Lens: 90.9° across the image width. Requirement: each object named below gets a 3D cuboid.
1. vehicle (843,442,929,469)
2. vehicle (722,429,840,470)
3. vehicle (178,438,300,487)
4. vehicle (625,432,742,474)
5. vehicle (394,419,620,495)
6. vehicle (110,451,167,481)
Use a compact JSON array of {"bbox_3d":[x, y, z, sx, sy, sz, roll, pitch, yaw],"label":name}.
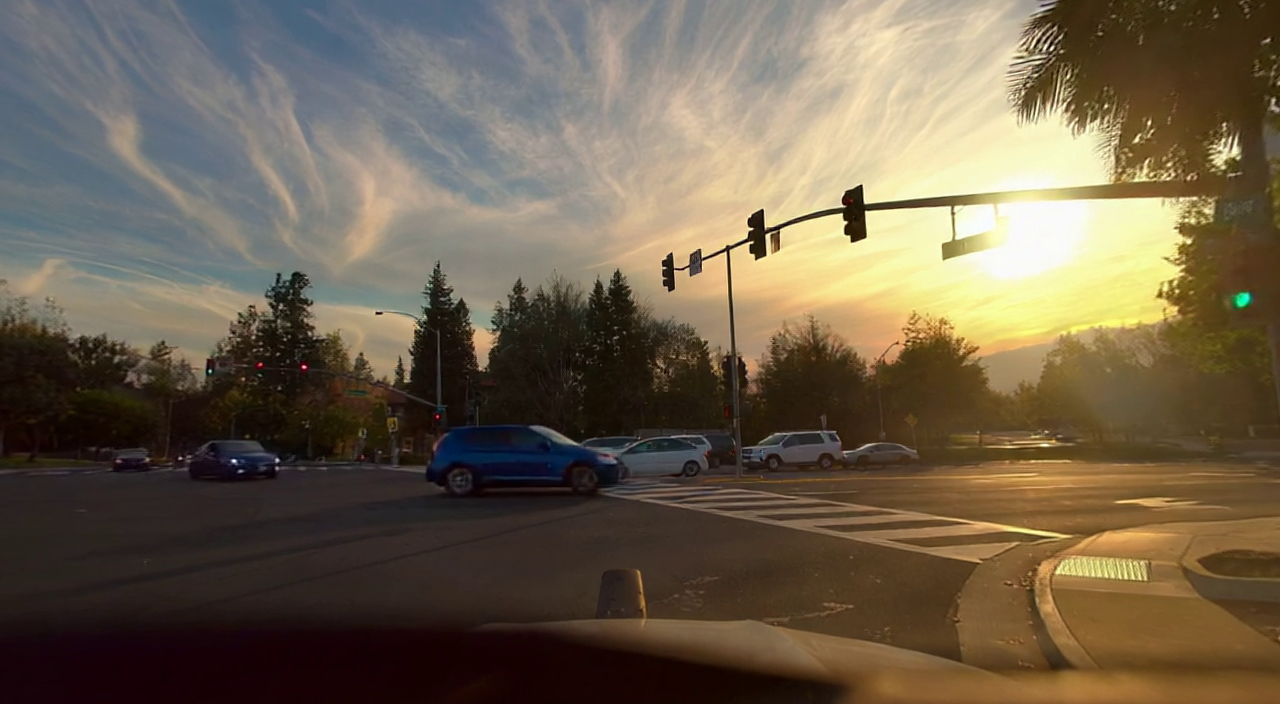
[{"bbox_3d":[13.832,5.792,35.421,4.457,1.429,1.862,4,-9,-26],"label":"vehicle"},{"bbox_3d":[7.303,5.056,32.538,5.791,1.964,2.199,5,-10,-26],"label":"vehicle"},{"bbox_3d":[-13.966,3.767,21.852,4.826,1.484,2.000,-7,-11,38],"label":"vehicle"},{"bbox_3d":[1.814,4.158,26.156,4.483,1.589,1.852,4,-9,-26],"label":"vehicle"},{"bbox_3d":[-3.398,2.764,16.826,5.332,1.807,2.450,-2,-9,9],"label":"vehicle"},{"bbox_3d":[-27.331,6.123,34.286,1.953,1.462,4.589,7,-11,-42],"label":"vehicle"}]
